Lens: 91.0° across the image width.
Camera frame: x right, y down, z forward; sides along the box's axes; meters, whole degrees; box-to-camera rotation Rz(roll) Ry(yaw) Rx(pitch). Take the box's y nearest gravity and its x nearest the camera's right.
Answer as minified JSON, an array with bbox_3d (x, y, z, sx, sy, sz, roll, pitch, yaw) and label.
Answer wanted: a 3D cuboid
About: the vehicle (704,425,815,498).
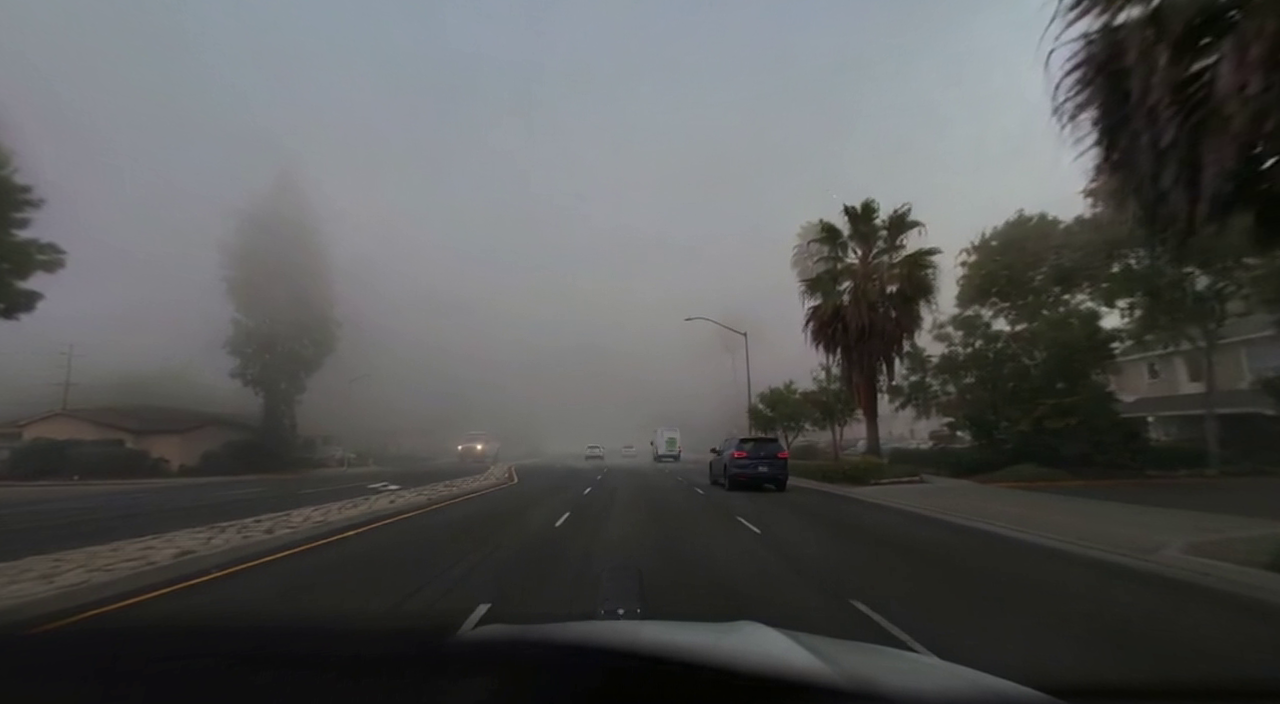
[{"bbox_3d":[3.384,3.232,18.894,2.244,1.901,4.561,1,-9,-3],"label":"vehicle"}]
